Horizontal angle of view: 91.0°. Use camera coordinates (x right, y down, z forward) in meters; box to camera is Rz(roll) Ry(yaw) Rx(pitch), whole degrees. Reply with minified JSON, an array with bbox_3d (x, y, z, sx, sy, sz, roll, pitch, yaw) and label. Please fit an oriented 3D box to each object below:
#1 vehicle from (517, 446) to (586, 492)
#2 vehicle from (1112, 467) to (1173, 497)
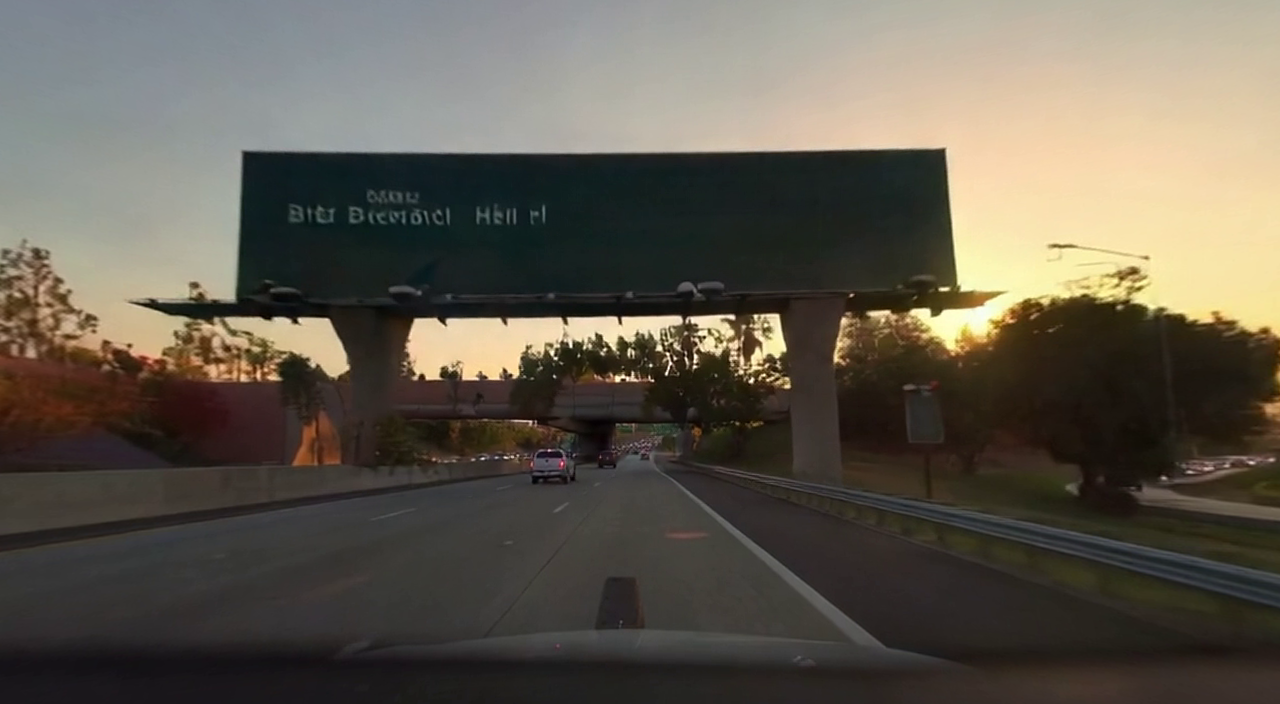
[{"bbox_3d":[-3.613,4.879,26.683,2.162,1.747,4.791,0,-9,1],"label":"vehicle"},{"bbox_3d":[34.088,8.779,42.850,2.136,1.776,4.825,-4,-10,26],"label":"vehicle"}]
